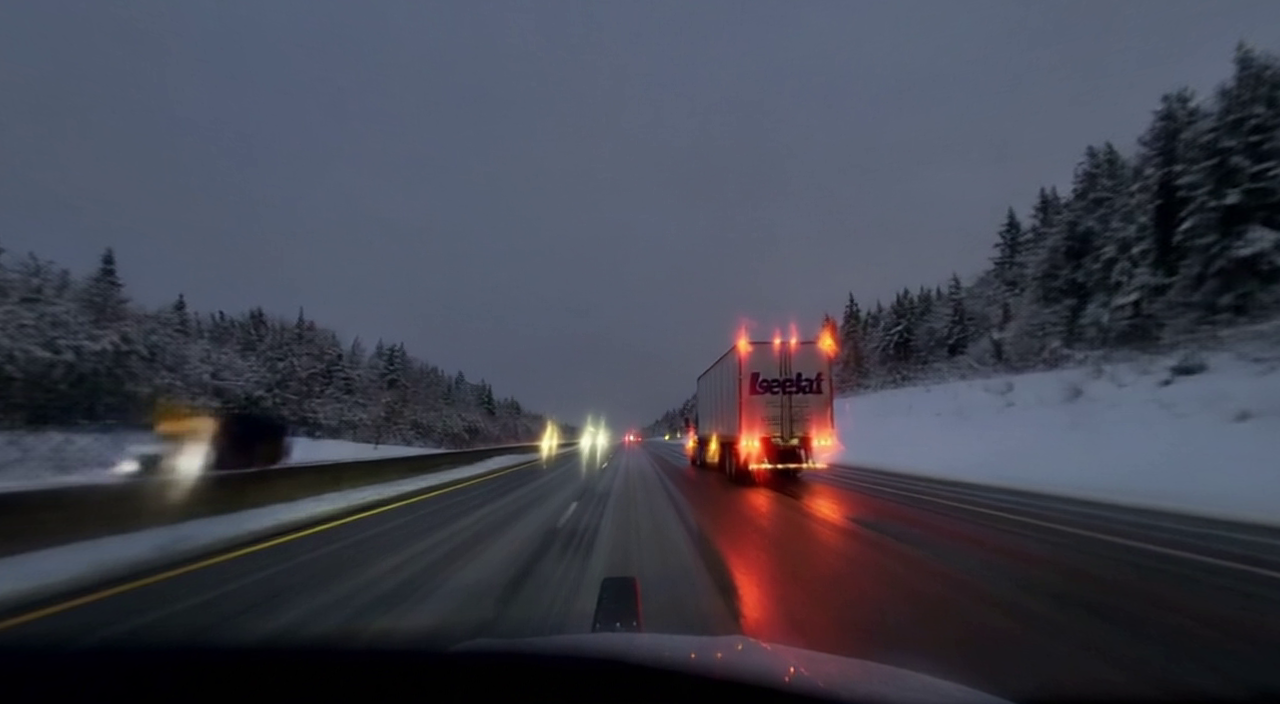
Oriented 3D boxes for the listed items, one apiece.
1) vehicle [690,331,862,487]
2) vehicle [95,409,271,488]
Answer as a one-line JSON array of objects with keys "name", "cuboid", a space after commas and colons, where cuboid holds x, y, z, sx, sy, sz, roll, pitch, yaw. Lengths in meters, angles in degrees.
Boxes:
[{"name": "vehicle", "cuboid": [4.040, 2.400, 23.200, 2.920, 4.029, 13.900, 0, -8, -1]}, {"name": "vehicle", "cuboid": [-17.005, 3.619, 23.963, 2.269, 2.622, 5.867, 0, -8, -1]}]
